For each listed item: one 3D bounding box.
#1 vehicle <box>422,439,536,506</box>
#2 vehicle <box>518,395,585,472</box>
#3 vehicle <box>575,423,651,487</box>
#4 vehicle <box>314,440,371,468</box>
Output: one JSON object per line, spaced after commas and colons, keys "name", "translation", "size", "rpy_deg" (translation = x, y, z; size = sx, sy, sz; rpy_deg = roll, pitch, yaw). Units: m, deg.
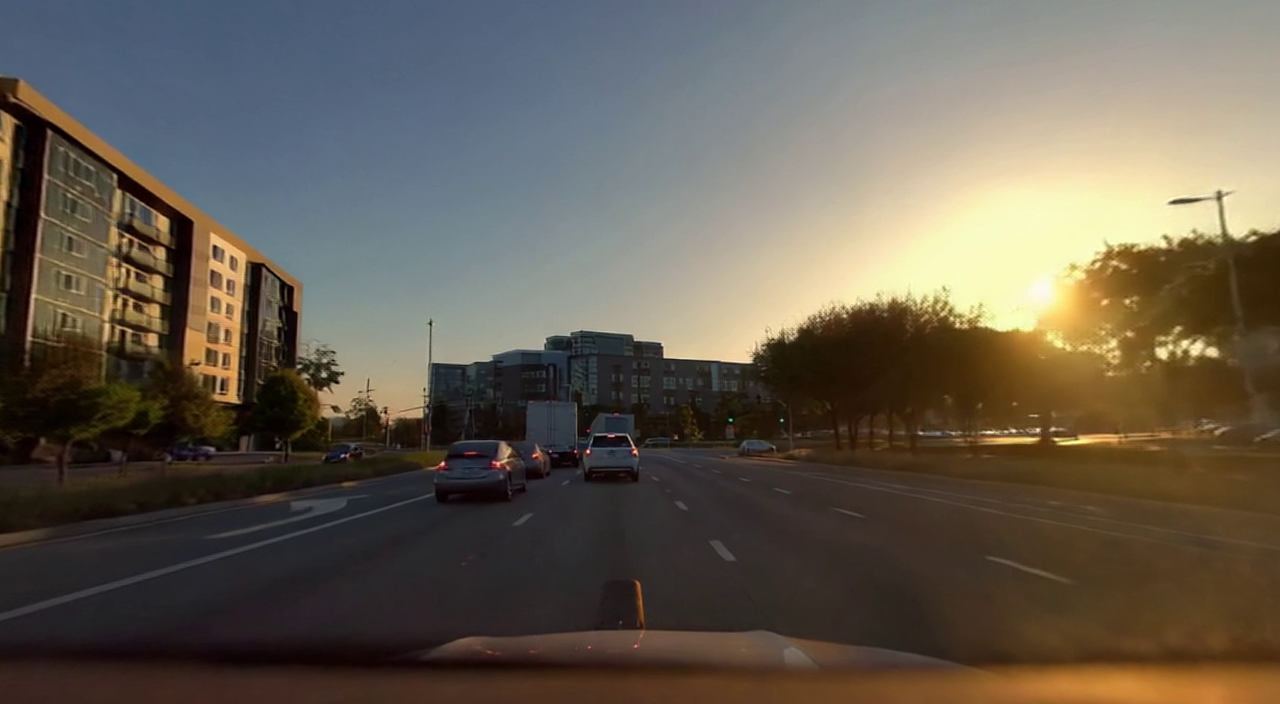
{"name": "vehicle", "translation": [-3.920, 2.974, 16.178], "size": [1.904, 1.460, 4.300], "rpy_deg": [0, -8, -2]}
{"name": "vehicle", "translation": [-4.937, 5.002, 38.090], "size": [2.918, 3.741, 13.683], "rpy_deg": [0, -8, -4]}
{"name": "vehicle", "translation": [-0.903, 3.410, 21.197], "size": [2.260, 1.872, 4.578], "rpy_deg": [0, -8, -3]}
{"name": "vehicle", "translation": [-20.882, 7.155, 44.582], "size": [2.089, 1.861, 4.615], "rpy_deg": [1, -8, -5]}
